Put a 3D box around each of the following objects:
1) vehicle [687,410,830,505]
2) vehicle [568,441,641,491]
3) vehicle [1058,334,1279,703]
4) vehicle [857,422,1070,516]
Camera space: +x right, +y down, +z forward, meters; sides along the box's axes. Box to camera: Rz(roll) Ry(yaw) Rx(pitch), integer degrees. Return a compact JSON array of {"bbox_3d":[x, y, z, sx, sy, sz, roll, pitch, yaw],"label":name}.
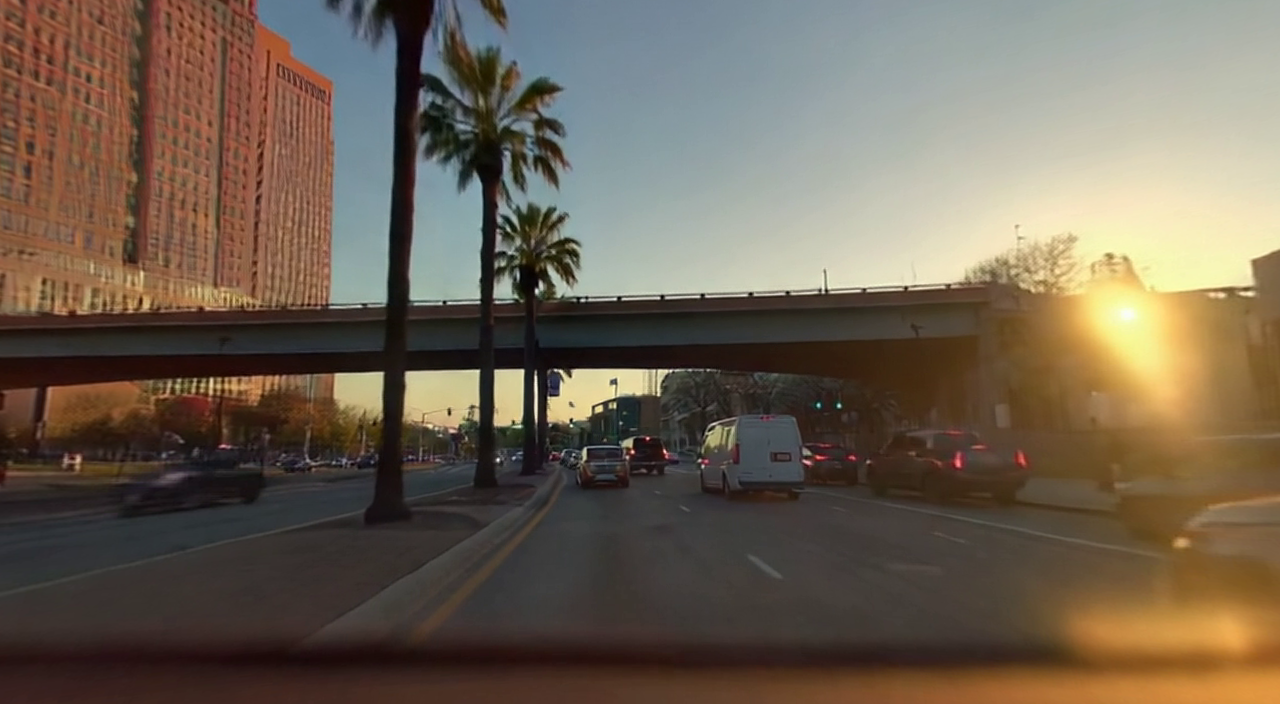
[{"bbox_3d":[2.965,2.844,17.348,2.434,2.171,5.098,0,-9,-6],"label":"vehicle"},{"bbox_3d":[-1.461,4.184,23.610,2.332,1.625,4.933,1,-9,-8],"label":"vehicle"},{"bbox_3d":[3.606,0.633,1.545,2.151,1.695,4.258,-1,-9,-1],"label":"vehicle"},{"bbox_3d":[6.977,2.572,14.415,2.164,1.745,4.677,0,-9,-3],"label":"vehicle"}]
